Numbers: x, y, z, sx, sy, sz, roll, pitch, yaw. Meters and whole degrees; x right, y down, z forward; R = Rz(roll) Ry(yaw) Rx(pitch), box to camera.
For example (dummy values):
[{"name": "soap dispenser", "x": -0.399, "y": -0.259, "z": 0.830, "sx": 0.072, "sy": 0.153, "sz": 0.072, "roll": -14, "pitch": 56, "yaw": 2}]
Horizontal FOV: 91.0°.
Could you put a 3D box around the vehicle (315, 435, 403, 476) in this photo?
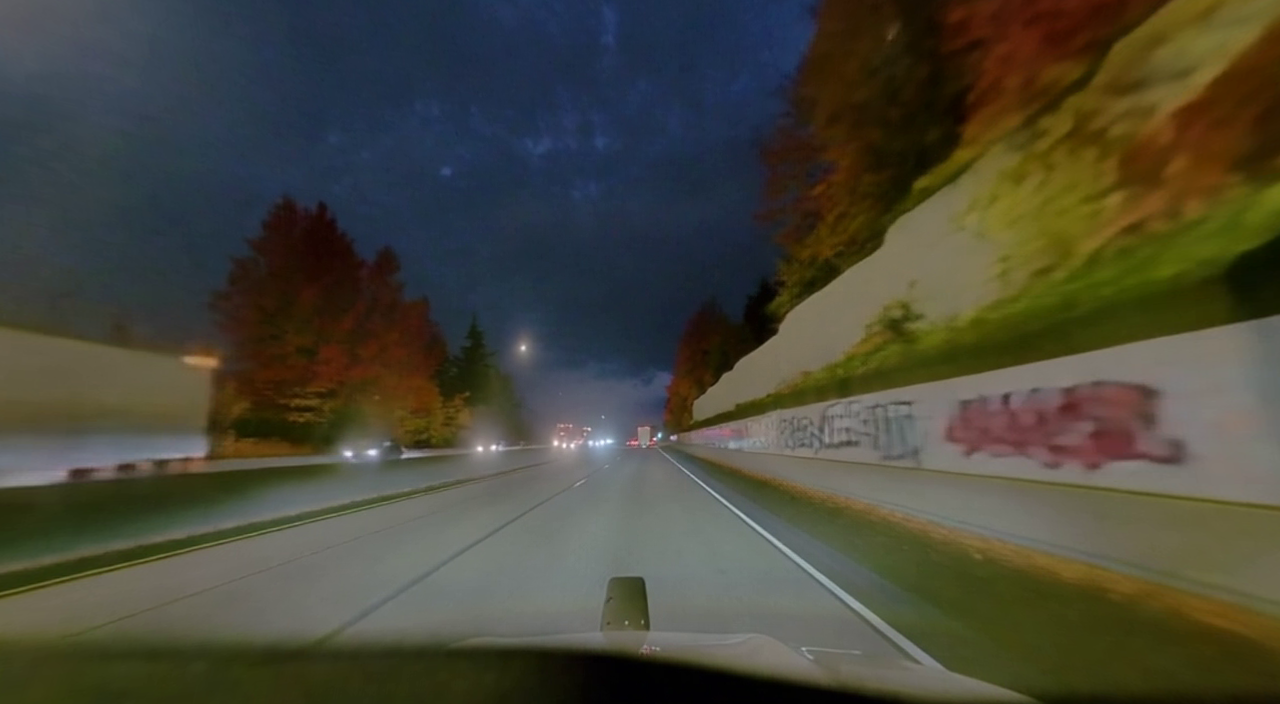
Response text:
[{"name": "vehicle", "x": -14.365, "y": 5.301, "z": 32.539, "sx": 2.078, "sy": 1.922, "sz": 5.241, "roll": 0, "pitch": -8, "yaw": 0}]

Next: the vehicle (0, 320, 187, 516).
[{"name": "vehicle", "x": -14.770, "y": 1.122, "z": 11.297, "sx": 2.934, "sy": 4.031, "sz": 13.776, "roll": 0, "pitch": -8, "yaw": 0}]
